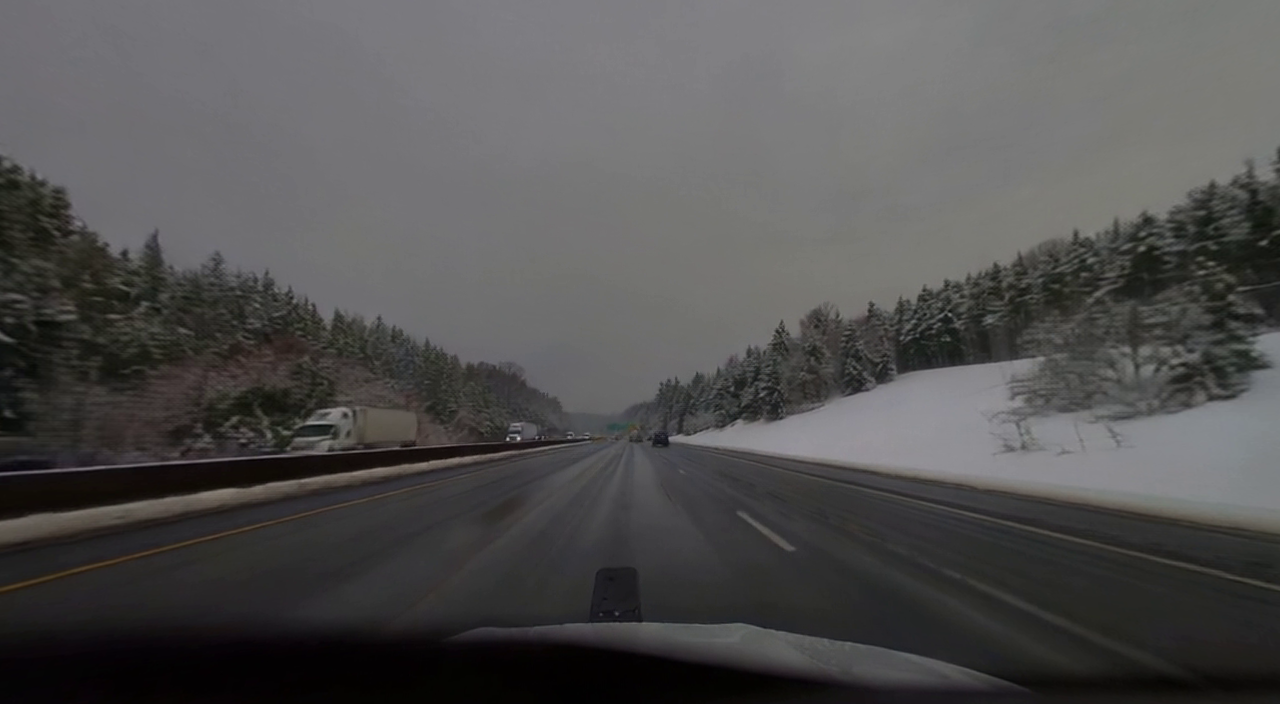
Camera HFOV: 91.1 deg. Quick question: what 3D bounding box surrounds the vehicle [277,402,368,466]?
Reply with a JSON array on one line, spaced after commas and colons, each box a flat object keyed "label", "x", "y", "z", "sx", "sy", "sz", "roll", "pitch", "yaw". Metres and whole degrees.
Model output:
[{"label": "vehicle", "x": -21.265, "y": 5.550, "z": 42.592, "sx": 3.028, "sy": 4.008, "sz": 5.961, "roll": 0, "pitch": -8, "yaw": -1}]
